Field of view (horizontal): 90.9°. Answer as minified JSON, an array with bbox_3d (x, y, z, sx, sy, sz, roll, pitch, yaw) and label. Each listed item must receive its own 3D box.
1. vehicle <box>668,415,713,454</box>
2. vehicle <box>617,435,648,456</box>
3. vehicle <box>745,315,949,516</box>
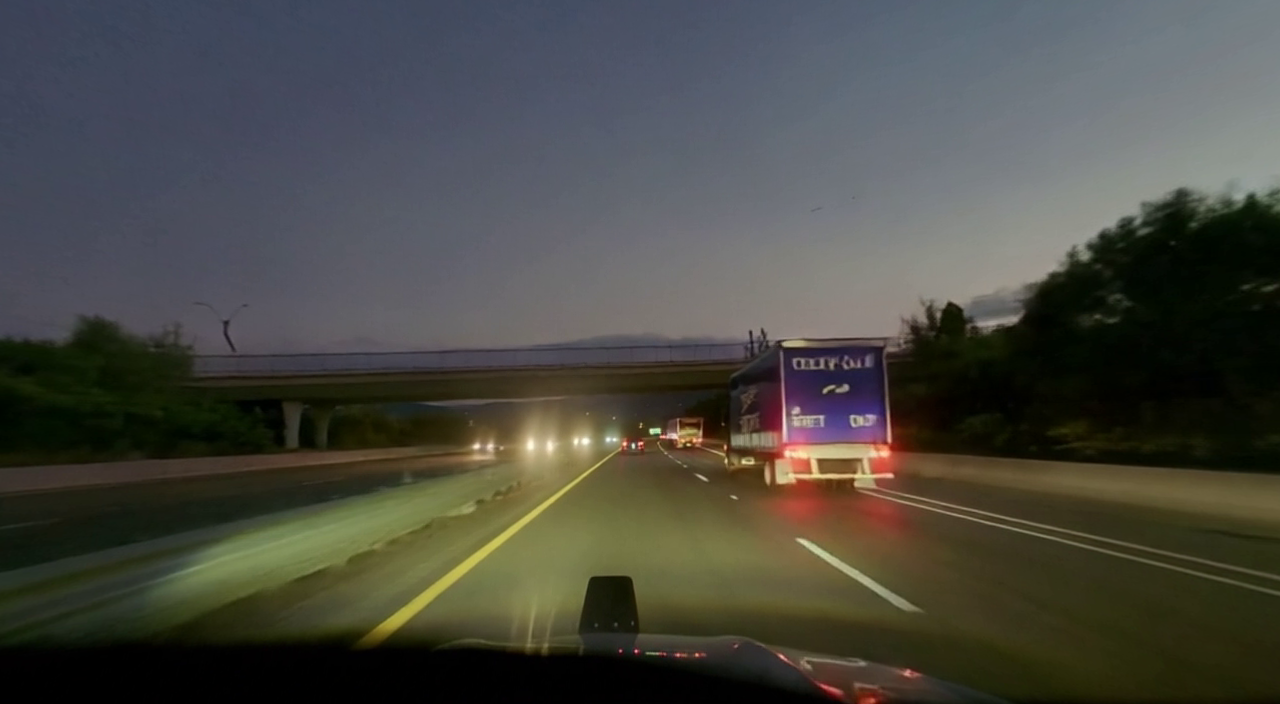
[{"bbox_3d":[3.717,6.262,47.865,2.715,2.746,6.550,0,-7,-1],"label":"vehicle"},{"bbox_3d":[-0.487,6.355,43.060,1.996,1.325,4.029,0,-7,0],"label":"vehicle"},{"bbox_3d":[3.834,1.260,12.440,2.913,3.491,2.811,0,-7,-1],"label":"vehicle"}]
